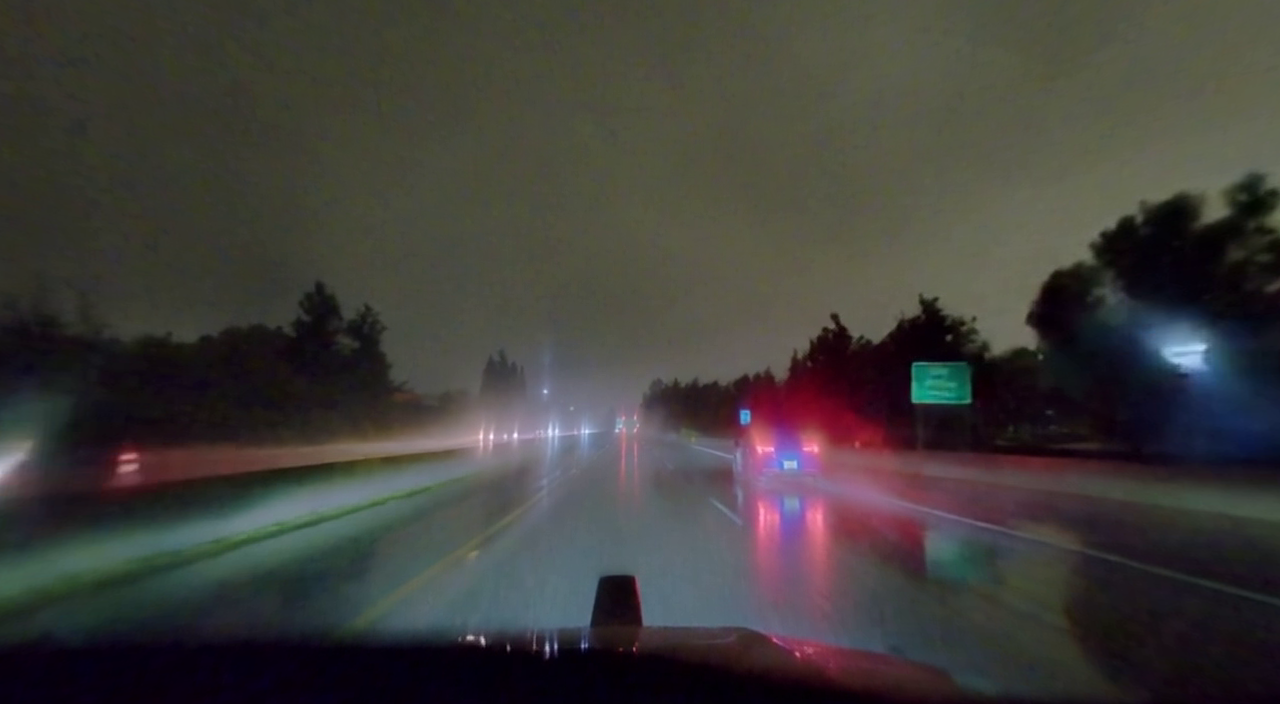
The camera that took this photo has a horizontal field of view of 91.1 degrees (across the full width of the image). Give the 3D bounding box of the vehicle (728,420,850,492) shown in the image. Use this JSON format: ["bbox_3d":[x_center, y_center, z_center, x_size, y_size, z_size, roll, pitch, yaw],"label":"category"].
[{"bbox_3d":[3.573,2.569,15.868,1.973,1.563,3.959,0,-8,-2],"label":"vehicle"}]
